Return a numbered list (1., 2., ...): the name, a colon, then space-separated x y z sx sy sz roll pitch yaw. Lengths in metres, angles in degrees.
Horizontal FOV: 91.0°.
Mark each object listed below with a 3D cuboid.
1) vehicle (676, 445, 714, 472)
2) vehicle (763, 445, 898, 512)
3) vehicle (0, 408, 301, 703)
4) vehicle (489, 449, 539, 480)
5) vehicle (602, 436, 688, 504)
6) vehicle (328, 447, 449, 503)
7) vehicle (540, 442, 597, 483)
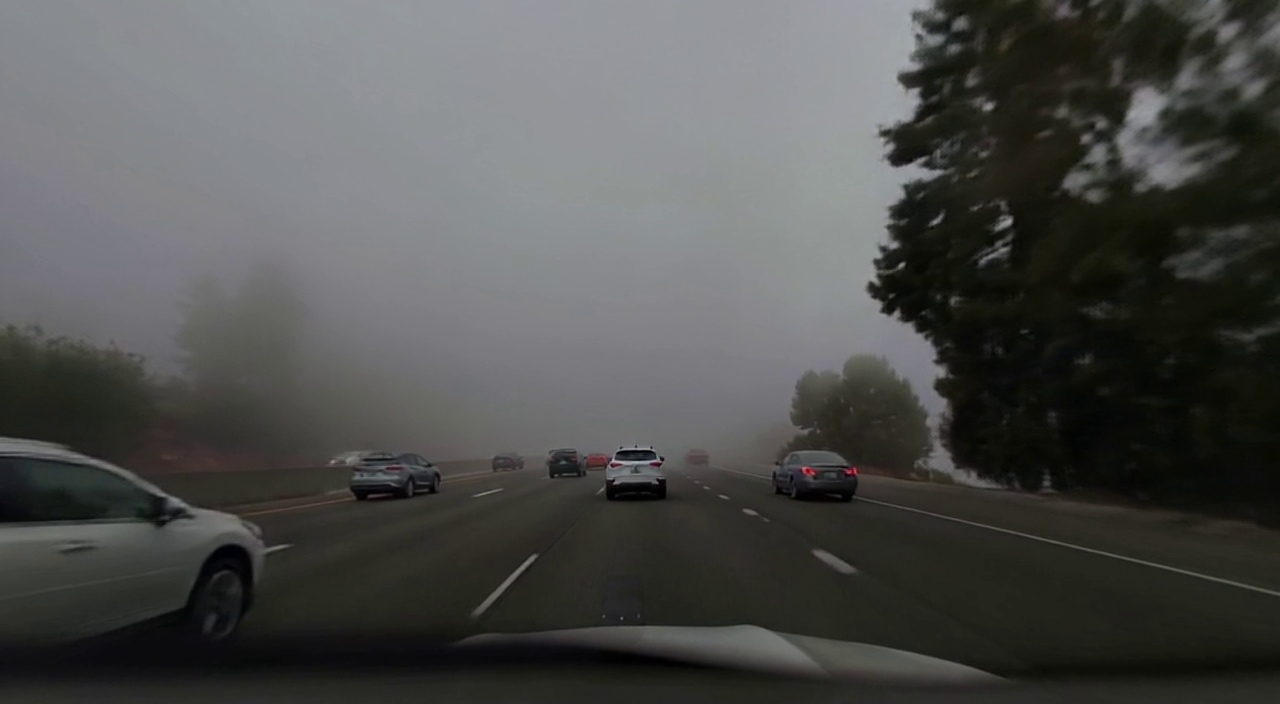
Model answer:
1. vehicle: 3.905 7.635 45.463 2.175 1.830 5.173 0 -9 -1
2. vehicle: 4.687 3.157 16.325 2.006 1.474 4.669 0 -9 -1
3. vehicle: -3.570 0.972 2.455 2.011 1.498 4.341 0 -9 1
4. vehicle: -7.071 6.358 35.836 1.931 1.617 4.060 0 -9 1
5. vehicle: 0.160 3.371 18.432 2.223 1.722 4.177 0 -9 1
6. vehicle: -7.684 3.768 19.778 1.927 1.514 4.474 0 -9 1
7. vehicle: -3.354 5.274 30.341 2.142 1.808 4.266 0 -9 1
